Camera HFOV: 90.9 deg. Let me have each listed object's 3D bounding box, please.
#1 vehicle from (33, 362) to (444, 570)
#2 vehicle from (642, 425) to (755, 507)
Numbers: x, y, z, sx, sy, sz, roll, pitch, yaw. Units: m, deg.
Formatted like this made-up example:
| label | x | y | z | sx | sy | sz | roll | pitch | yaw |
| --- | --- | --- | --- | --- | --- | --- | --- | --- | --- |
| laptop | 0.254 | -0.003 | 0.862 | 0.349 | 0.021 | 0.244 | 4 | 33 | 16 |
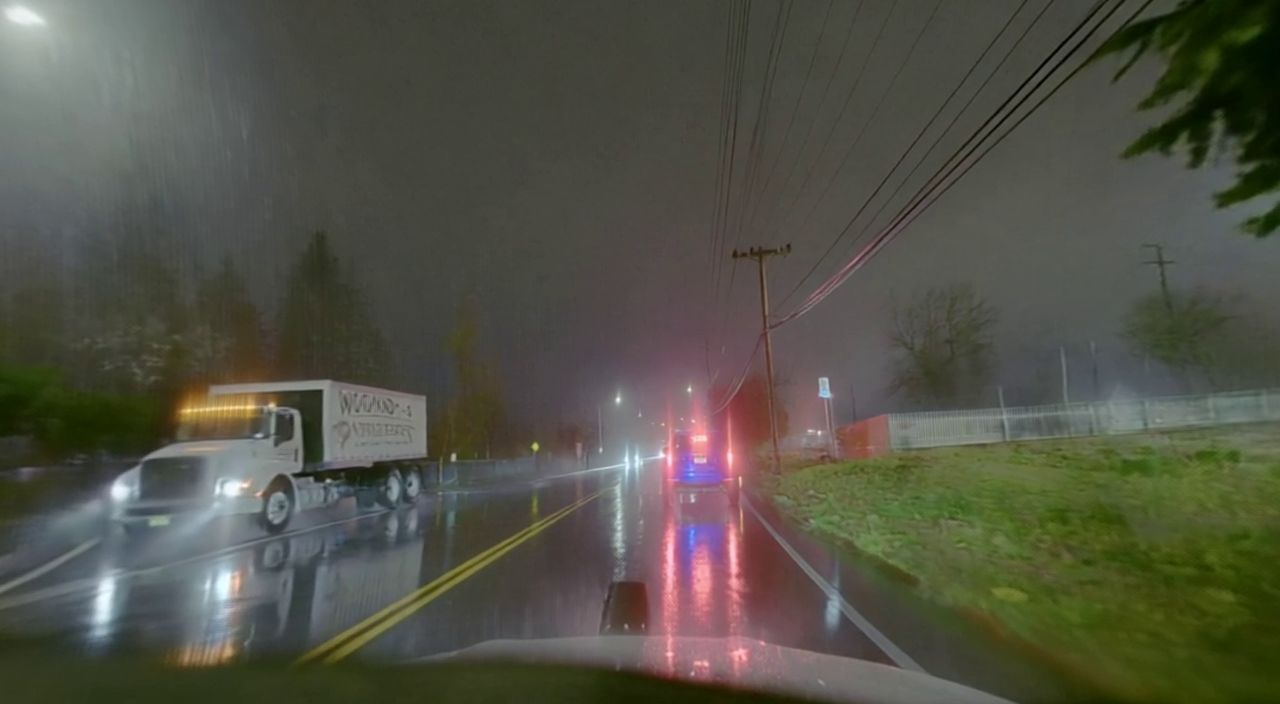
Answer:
| label | x | y | z | sx | sy | sz | roll | pitch | yaw |
| --- | --- | --- | --- | --- | --- | --- | --- | --- | --- |
| vehicle | -7.893 | 2.201 | 14.094 | 3.395 | 3.071 | 7.634 | -7 | -6 | 9 |
| vehicle | 1.216 | 2.415 | 13.714 | 2.081 | 1.503 | 3.726 | -1 | -8 | 4 |
